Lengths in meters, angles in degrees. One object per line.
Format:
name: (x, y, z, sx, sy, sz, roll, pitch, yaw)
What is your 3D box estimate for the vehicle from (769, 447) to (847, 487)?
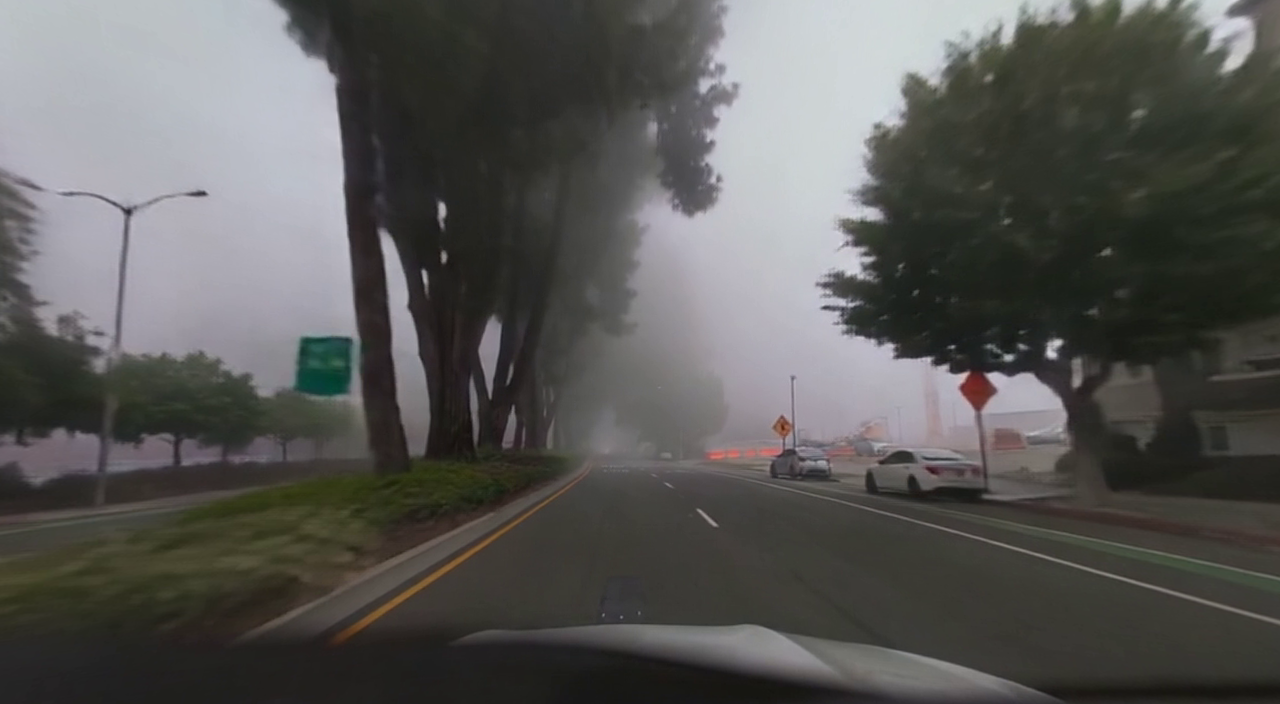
vehicle: (7.797, 5.365, 29.775, 1.977, 1.540, 4.307, 7, -9, -7)

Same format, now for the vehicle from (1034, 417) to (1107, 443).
vehicle: (32.156, 5.882, 47.382, 1.829, 1.713, 4.519, -1, -8, -7)

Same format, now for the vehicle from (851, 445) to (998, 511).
vehicle: (7.995, 3.531, 18.314, 1.974, 1.472, 4.654, 6, -9, -2)
